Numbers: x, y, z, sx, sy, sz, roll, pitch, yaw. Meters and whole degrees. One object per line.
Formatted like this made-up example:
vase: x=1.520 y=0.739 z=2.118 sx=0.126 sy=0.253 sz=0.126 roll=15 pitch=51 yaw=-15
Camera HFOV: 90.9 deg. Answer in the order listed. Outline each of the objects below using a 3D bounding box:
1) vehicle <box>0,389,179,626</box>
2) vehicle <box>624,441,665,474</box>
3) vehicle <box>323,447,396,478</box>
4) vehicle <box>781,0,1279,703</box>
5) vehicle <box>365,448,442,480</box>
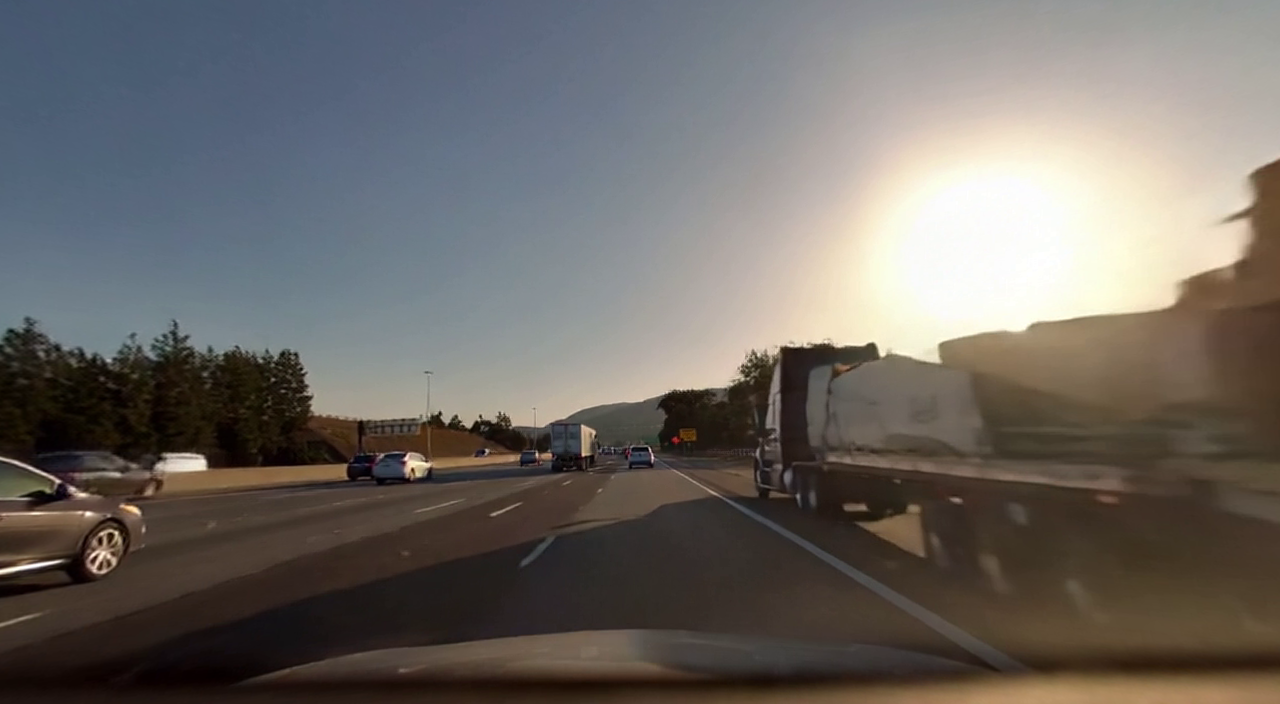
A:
vehicle: x=-6.016 y=1.106 z=4.262 sx=2.200 sy=1.793 sz=4.586 roll=0 pitch=-8 yaw=2
vehicle: x=0.258 y=6.133 z=36.979 sx=2.227 sy=1.794 sz=4.646 roll=0 pitch=-8 yaw=1
vehicle: x=-15.594 y=6.149 z=35.339 sx=1.885 sy=1.591 sz=4.599 roll=0 pitch=-8 yaw=2
vehicle: x=4.661 y=0.771 z=7.901 sx=2.801 sy=3.732 sz=11.836 roll=-4 pitch=-9 yaw=-1
vehicle: x=-11.967 y=5.679 z=32.291 sx=1.928 sy=1.480 sz=4.823 roll=0 pitch=-8 yaw=2
